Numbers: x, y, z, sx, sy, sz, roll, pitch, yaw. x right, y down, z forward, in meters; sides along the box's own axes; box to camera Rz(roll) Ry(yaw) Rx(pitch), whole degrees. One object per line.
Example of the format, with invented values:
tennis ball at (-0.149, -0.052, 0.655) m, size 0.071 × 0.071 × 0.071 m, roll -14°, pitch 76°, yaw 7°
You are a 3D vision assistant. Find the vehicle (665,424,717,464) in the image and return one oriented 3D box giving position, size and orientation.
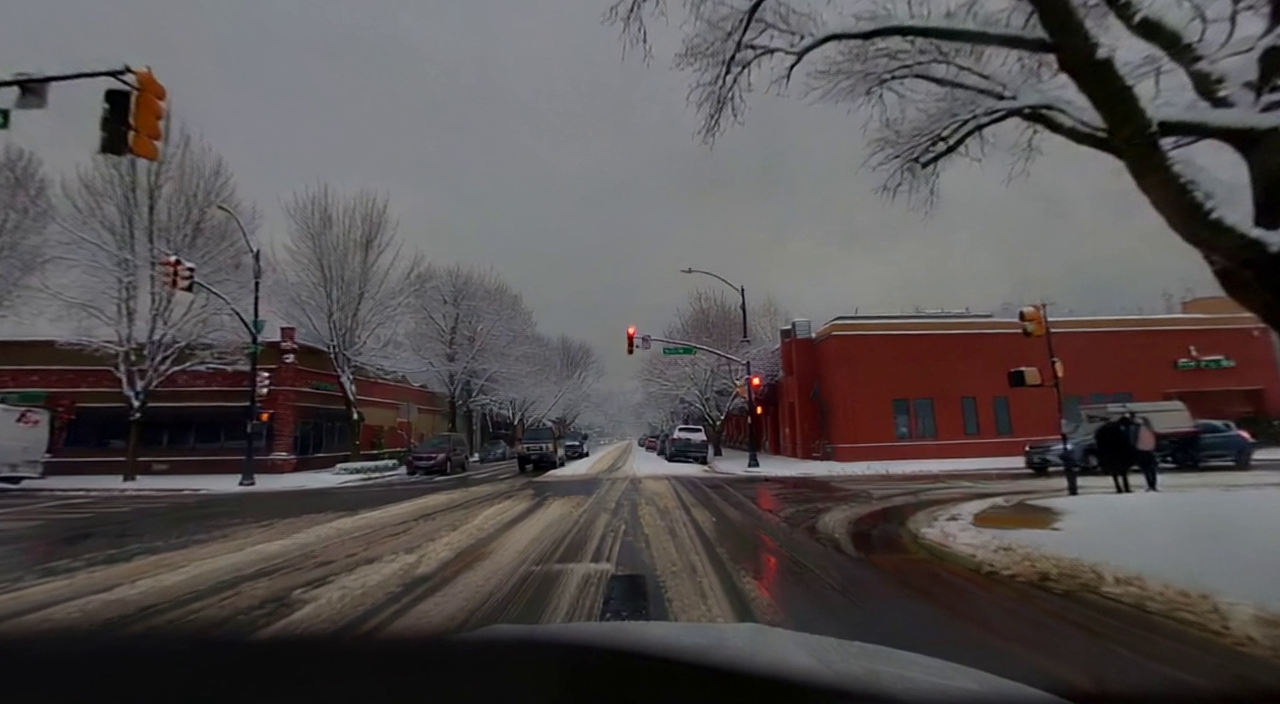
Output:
vehicle at (2.971, 5.532, 37.990) m, size 2.557 × 2.188 × 5.164 m, roll 0°, pitch -8°, yaw -2°

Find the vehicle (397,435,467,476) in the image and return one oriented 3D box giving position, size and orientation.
vehicle at (-9.980, 4.979, 30.671) m, size 2.216 × 1.804 × 4.526 m, roll 1°, pitch -8°, yaw -5°

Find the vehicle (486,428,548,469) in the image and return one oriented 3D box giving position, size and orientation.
vehicle at (-6.047, 4.831, 31.584) m, size 2.242 × 1.887 × 4.924 m, roll 0°, pitch -8°, yaw -2°

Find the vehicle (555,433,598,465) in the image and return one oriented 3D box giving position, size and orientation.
vehicle at (-3.349, 5.205, 33.989) m, size 2.033 × 1.596 × 4.142 m, roll 0°, pitch -8°, yaw -2°
